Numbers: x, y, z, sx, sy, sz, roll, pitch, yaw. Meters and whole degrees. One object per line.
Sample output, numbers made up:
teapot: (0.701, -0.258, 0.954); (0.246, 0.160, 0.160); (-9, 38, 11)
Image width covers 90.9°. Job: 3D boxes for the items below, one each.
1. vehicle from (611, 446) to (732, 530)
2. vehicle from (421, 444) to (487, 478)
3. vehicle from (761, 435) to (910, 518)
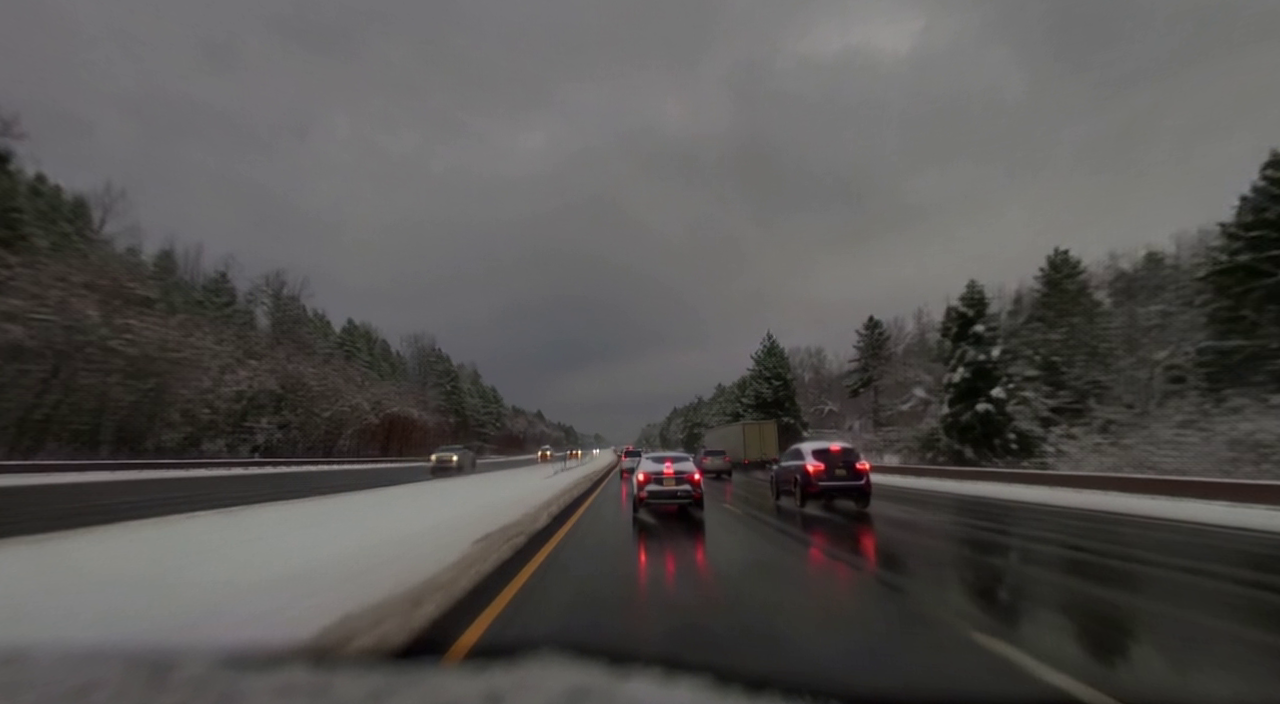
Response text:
vehicle: (0.501, 2.637, 12.757); (2.094, 1.426, 3.725); (0, -9, -1)
vehicle: (-8.889, 5.225, 30.430); (1.941, 1.483, 4.061); (0, -9, 0)
vehicle: (4.437, 2.907, 15.184); (1.998, 1.657, 4.604); (0, -9, -1)
